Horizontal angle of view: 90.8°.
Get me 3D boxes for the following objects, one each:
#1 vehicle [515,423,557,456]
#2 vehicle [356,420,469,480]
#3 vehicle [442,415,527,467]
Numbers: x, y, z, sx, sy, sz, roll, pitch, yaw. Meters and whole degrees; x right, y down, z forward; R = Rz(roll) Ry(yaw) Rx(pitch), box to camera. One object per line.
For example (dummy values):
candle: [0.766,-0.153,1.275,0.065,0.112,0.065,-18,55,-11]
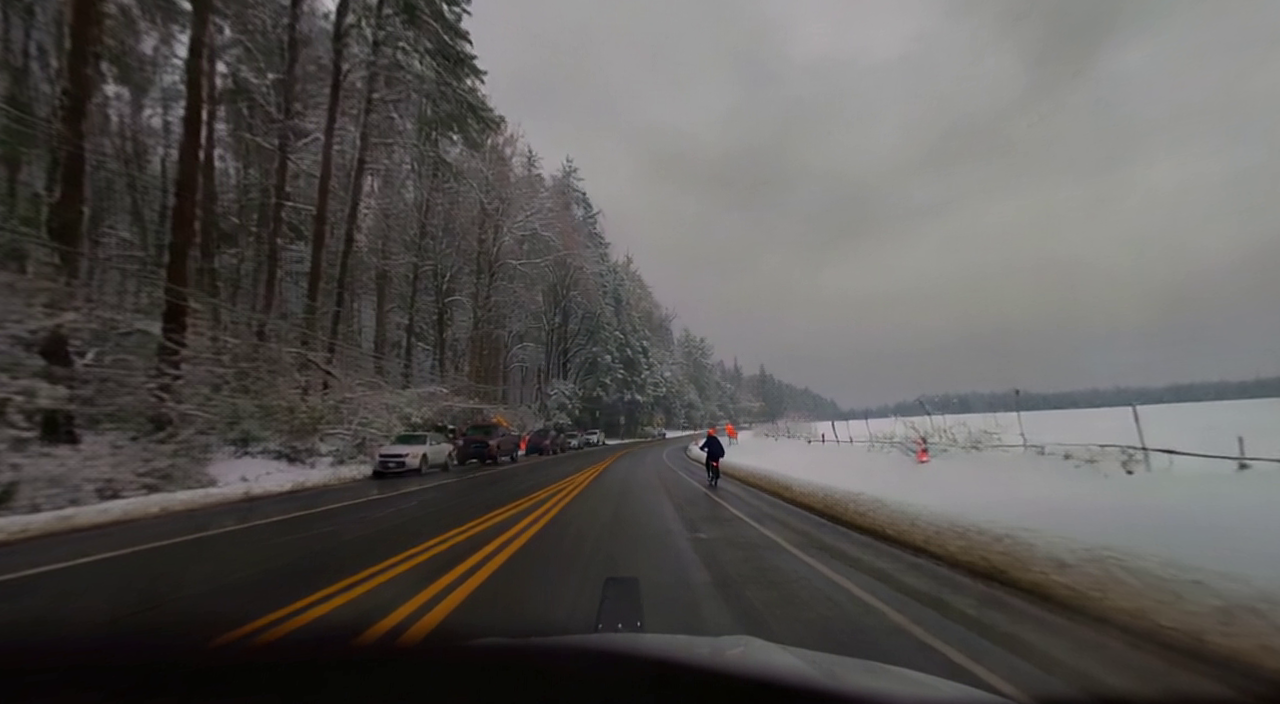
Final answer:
vehicle: [-7.036,6.011,43.145,1.955,1.908,4.680,-5,-9,0]
vehicle: [-7.652,3.321,21.761,1.991,1.759,4.443,-3,-8,4]
vehicle: [-7.115,4.206,29.620,2.312,2.075,5.748,-3,-9,2]
